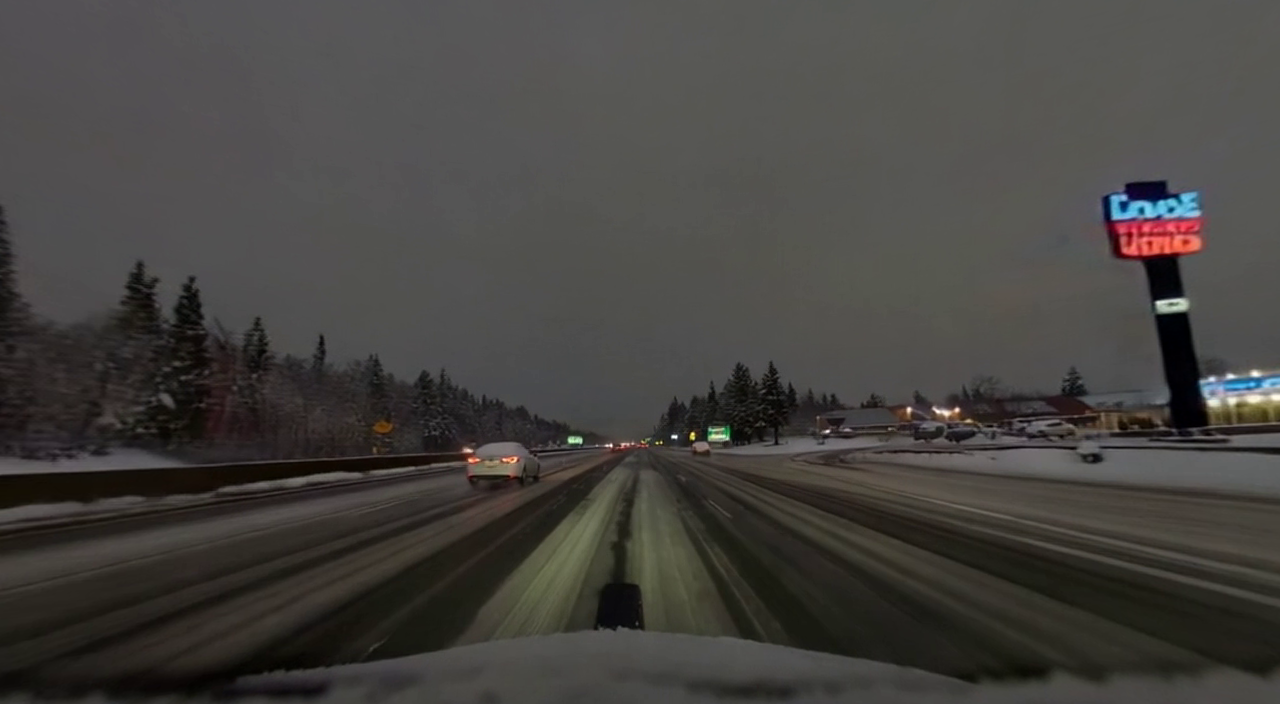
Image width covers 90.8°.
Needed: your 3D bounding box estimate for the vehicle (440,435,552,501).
[{"bbox_3d":[-3.647,3.011,16.866,1.939,1.508,4.272,0,-8,1],"label":"vehicle"}]
